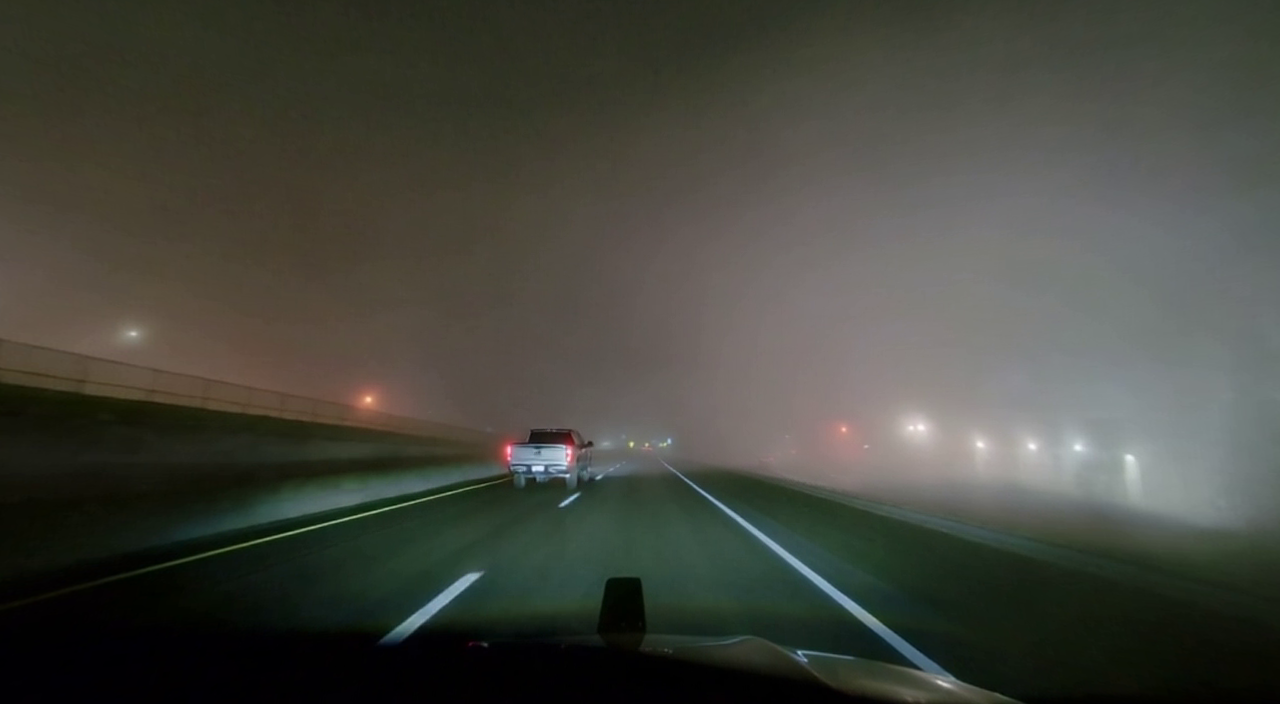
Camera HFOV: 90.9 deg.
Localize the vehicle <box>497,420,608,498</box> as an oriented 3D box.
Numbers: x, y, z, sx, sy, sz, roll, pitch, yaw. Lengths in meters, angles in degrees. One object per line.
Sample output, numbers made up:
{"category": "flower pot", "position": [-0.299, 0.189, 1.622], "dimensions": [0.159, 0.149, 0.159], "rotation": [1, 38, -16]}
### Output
{"category": "vehicle", "position": [-2.349, 3.108, 18.725], "dimensions": [2.350, 1.932, 5.562], "rotation": [0, -8, 2]}
